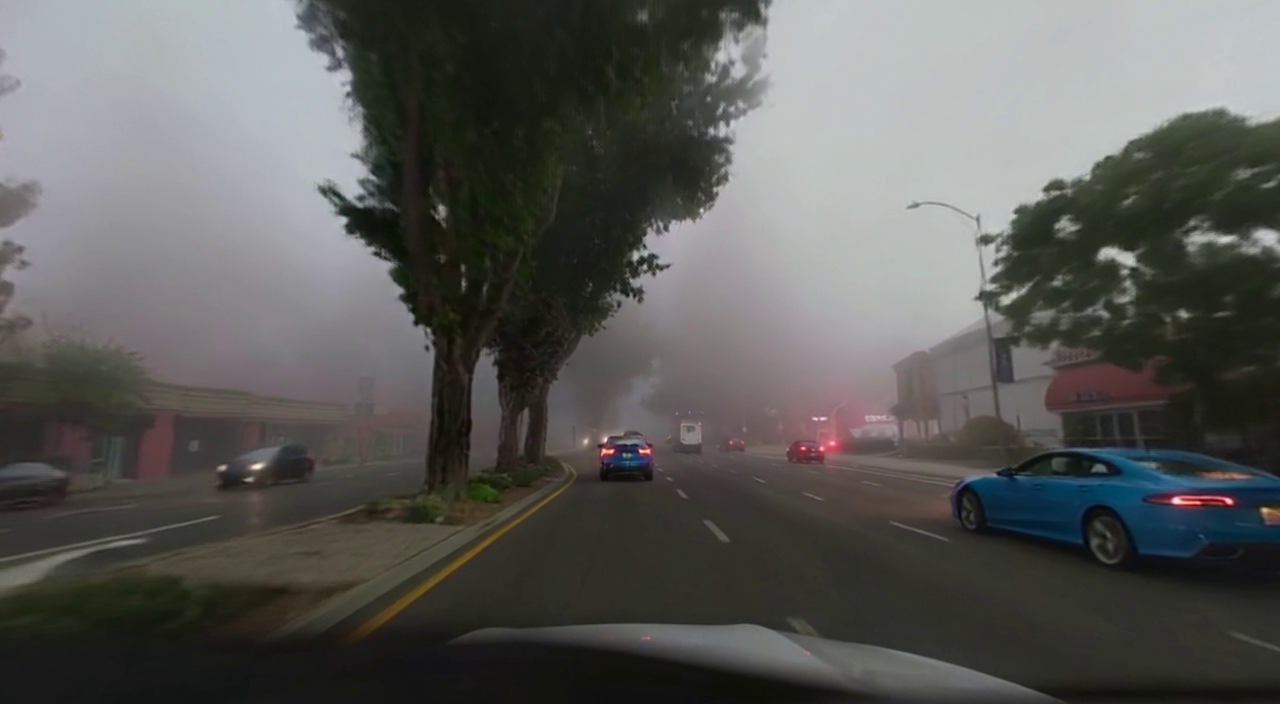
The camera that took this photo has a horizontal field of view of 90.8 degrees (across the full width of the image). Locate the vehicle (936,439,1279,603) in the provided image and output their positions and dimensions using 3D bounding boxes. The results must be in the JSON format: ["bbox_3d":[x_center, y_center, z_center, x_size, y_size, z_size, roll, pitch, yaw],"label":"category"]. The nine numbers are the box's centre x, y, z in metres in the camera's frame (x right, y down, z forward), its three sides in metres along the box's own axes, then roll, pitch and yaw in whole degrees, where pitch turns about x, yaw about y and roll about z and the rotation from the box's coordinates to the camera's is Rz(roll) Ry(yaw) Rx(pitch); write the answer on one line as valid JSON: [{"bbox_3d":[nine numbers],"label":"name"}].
[{"bbox_3d":[5.663,1.687,7.302,2.258,1.294,4.312,0,-9,-2],"label":"vehicle"}]

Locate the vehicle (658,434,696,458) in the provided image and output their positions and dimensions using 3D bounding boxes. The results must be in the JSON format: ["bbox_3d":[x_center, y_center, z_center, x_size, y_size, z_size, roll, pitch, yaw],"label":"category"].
[{"bbox_3d":[2.346,6.143,41.349,2.078,1.471,4.142,0,-9,-2],"label":"vehicle"}]

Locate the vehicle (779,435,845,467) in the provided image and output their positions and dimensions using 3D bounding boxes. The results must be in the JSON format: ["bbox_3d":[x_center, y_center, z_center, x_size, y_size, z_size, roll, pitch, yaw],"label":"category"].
[{"bbox_3d":[8.727,5.056,32.416,2.045,1.484,4.342,0,-9,-2],"label":"vehicle"}]

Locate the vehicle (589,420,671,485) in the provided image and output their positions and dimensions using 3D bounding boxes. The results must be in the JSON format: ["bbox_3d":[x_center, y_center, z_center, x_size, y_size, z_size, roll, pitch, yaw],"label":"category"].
[{"bbox_3d":[-0.334,3.089,19.540,2.266,1.762,4.131,0,-9,-1],"label":"vehicle"}]

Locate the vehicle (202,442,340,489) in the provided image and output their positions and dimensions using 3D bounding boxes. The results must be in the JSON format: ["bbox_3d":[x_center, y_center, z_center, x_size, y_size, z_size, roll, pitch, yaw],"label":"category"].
[{"bbox_3d":[-13.275,4.096,23.178,2.217,1.519,4.724,0,-9,0],"label":"vehicle"}]
